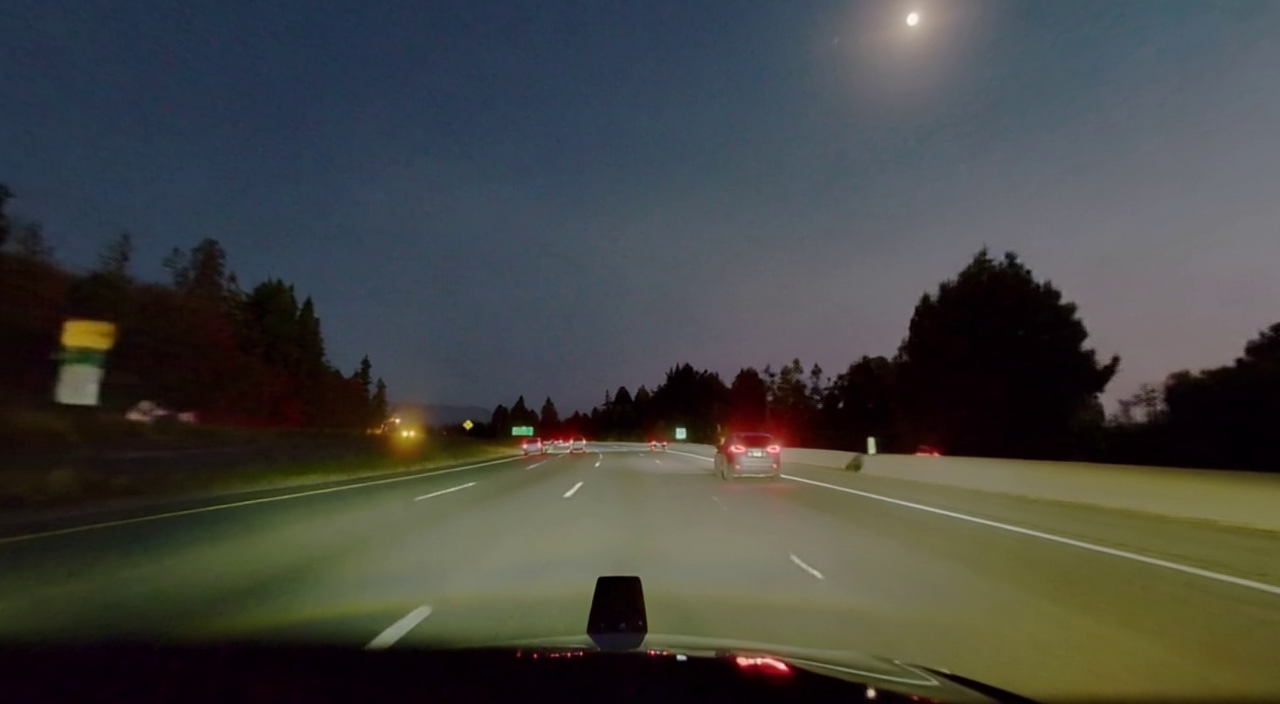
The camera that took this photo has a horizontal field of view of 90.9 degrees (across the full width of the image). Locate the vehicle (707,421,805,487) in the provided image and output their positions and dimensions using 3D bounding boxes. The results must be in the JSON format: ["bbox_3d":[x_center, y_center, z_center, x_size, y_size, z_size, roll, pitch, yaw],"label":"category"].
[{"bbox_3d":[3.402,3.112,19.443,2.043,1.795,4.347,0,-8,-2],"label":"vehicle"}]

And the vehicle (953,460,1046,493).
[{"bbox_3d":[20.268,7.001,35.828,2.033,1.580,4.752,1,-8,-8],"label":"vehicle"}]

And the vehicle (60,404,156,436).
[{"bbox_3d":[-25.772,3.347,30.709,1.606,1.450,3.588,0,-8,-3],"label":"vehicle"}]
